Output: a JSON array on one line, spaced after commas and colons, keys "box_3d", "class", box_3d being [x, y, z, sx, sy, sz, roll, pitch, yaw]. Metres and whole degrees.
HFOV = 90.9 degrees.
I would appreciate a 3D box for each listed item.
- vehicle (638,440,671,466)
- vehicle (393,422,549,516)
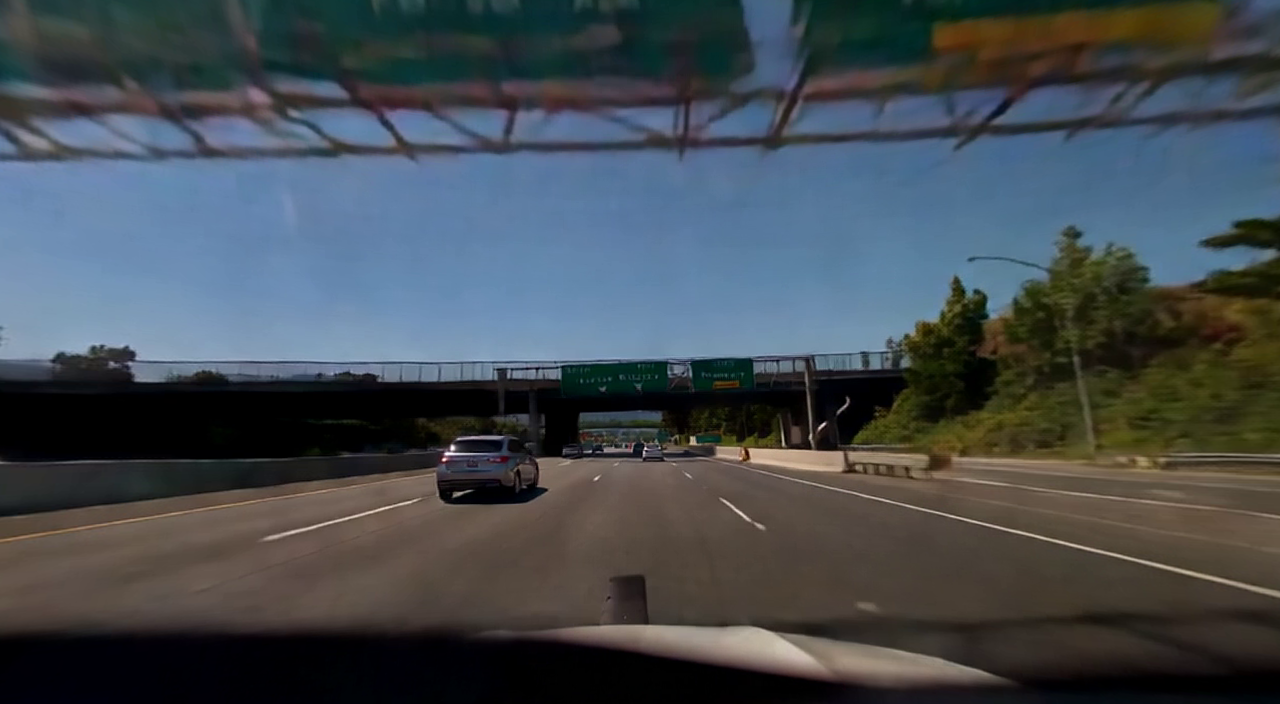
[{"box_3d": [0.924, 6.620, 41.487, 2.023, 1.589, 4.030, 0, -9, 0], "class": "vehicle"}, {"box_3d": [-3.536, 2.566, 14.285, 2.214, 1.759, 4.435, -1, -9, 1], "class": "vehicle"}]
